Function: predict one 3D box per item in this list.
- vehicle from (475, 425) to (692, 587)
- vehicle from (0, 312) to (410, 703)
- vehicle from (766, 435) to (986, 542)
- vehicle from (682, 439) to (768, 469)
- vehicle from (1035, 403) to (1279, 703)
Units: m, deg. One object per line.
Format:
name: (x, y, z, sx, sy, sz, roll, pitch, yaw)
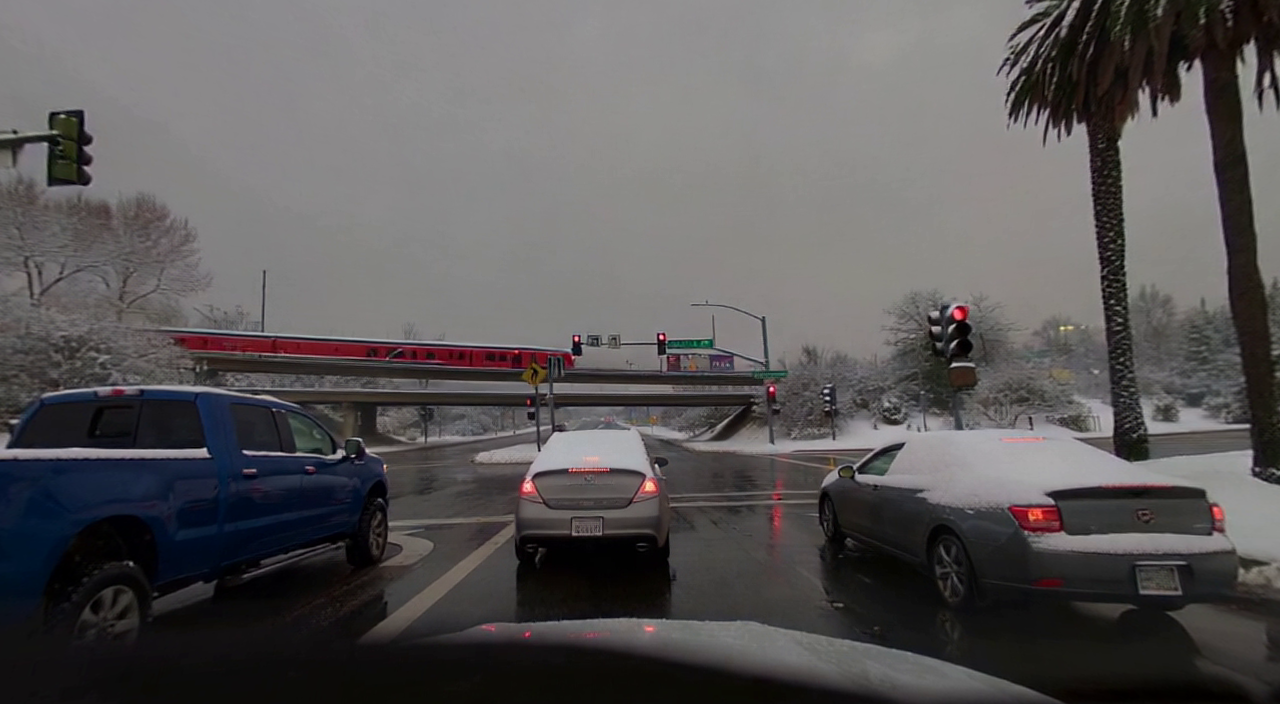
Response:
vehicle: (-0.630, 1.754, 8.056, 2.035, 1.491, 4.090, 0, -9, -3)
vehicle: (-3.833, 1.096, 4.947, 2.078, 1.838, 5.448, 0, -9, -1)
vehicle: (3.696, 2.214, 10.964, 1.965, 1.448, 4.486, 0, -9, -2)
vehicle: (4.203, 5.139, 31.977, 1.878, 1.428, 4.416, 5, -10, -32)
vehicle: (3.890, 0.891, 2.203, 2.052, 1.496, 4.541, 0, -9, -1)
